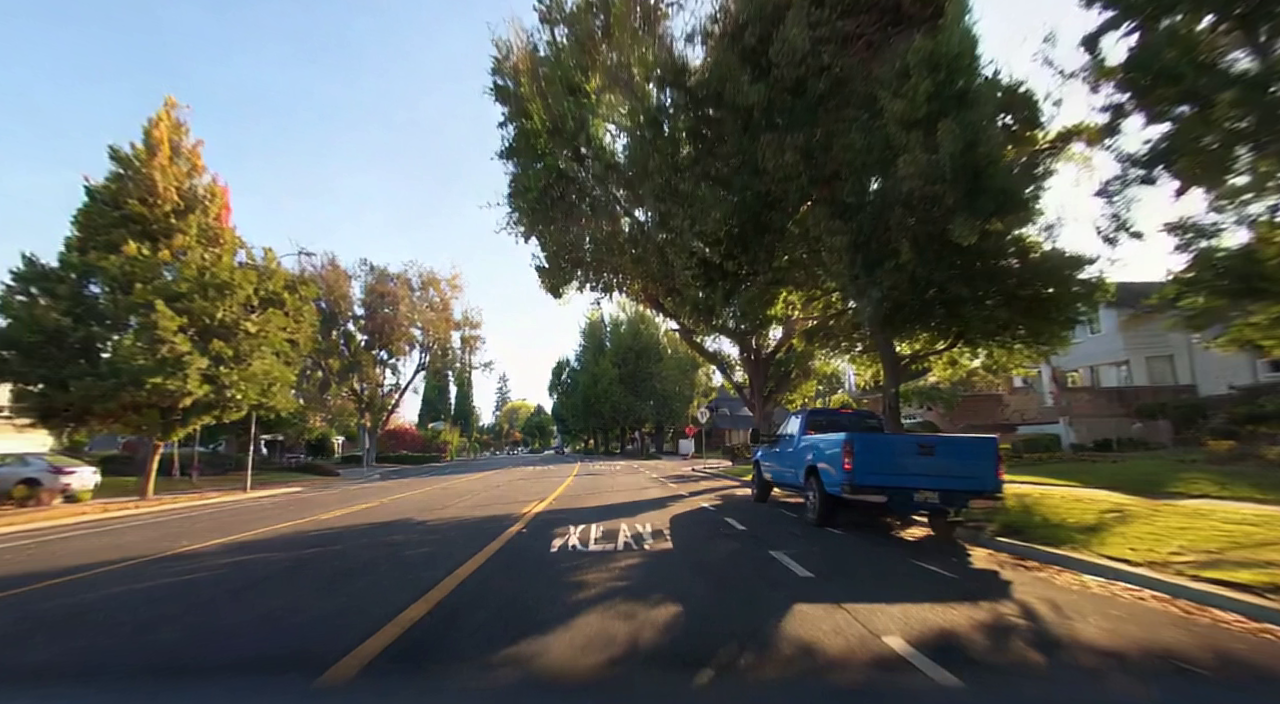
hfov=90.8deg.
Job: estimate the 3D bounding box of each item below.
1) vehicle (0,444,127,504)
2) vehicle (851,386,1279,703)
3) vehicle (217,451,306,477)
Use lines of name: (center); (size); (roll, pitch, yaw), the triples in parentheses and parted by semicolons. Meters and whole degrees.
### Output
vehicle: (-19.773, 3.860, 20.241); (4.739, 1.794, 1.990); (1, -8, -4)
vehicle: (4.369, 1.529, 6.149); (2.516, 1.780, 6.333); (0, -9, 1)
vehicle: (-27.823, 8.248, 46.608); (5.067, 1.792, 2.217); (2, -9, -11)
